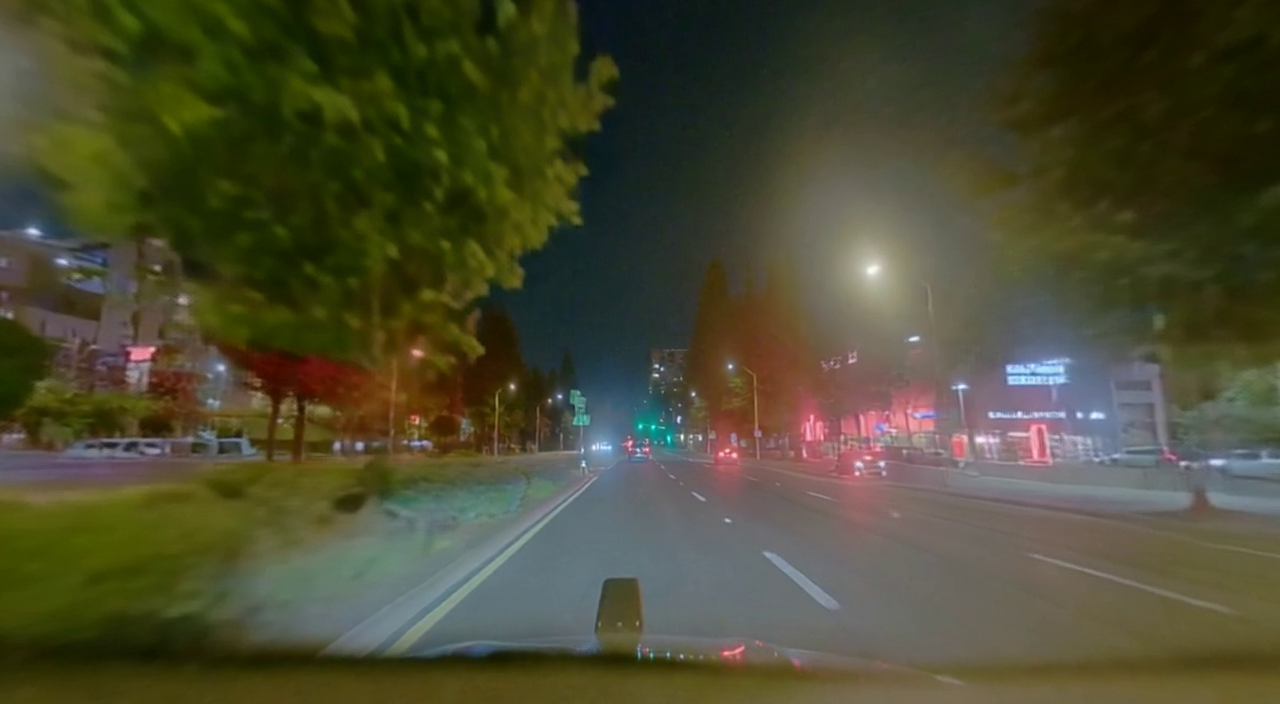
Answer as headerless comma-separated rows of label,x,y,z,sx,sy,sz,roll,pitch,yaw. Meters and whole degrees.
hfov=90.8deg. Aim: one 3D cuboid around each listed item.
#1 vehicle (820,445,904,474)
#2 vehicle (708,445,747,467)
vehicle,13.366,6.482,38.218,4.281,1.719,1.983,0,-8,-1
vehicle,6.223,7.413,45.314,2.024,1.475,4.600,0,-8,-2
